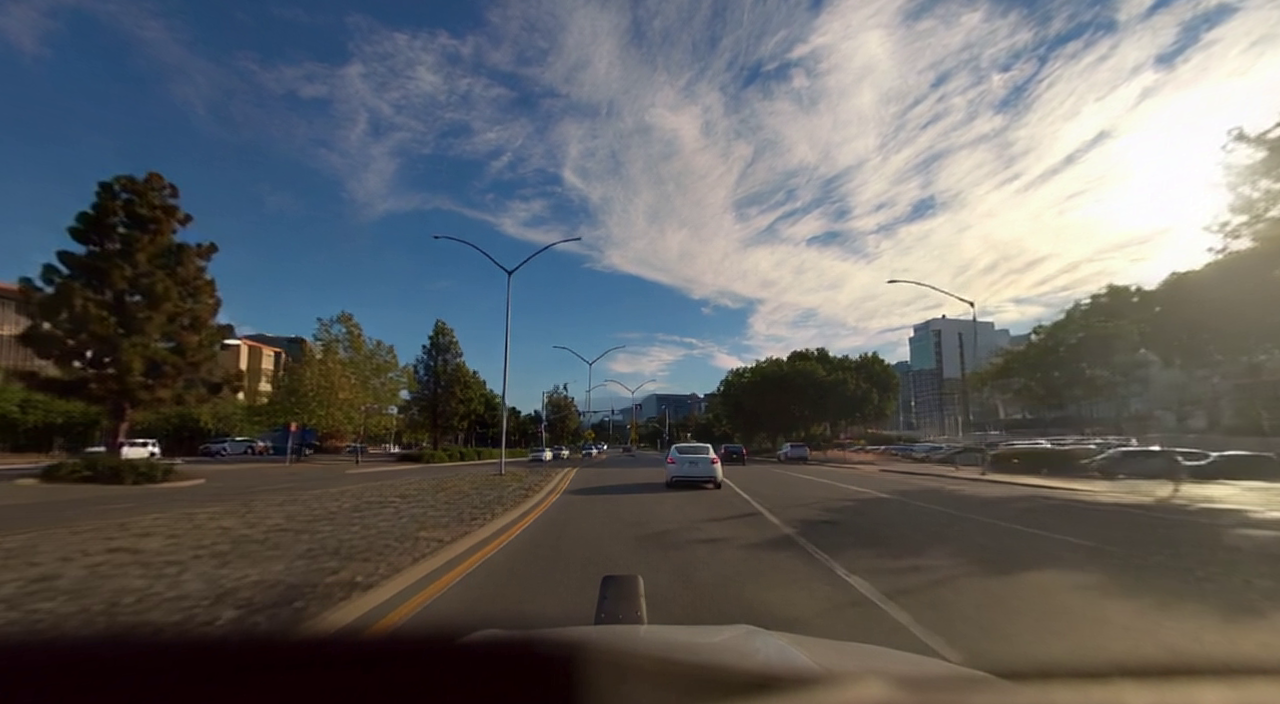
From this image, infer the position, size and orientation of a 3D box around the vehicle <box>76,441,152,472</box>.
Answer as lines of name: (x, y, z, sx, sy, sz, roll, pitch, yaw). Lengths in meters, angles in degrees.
vehicle: (-37.495, 7.469, 45.057, 2.208, 2.008, 5.391, 2, -9, -18)

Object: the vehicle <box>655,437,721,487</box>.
vehicle: (1.648, 3.934, 22.789, 2.145, 1.603, 4.369, 0, -9, 2)

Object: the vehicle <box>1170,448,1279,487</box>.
vehicle: (23.541, 4.433, 24.442, 1.658, 1.363, 4.223, 2, -9, -15)

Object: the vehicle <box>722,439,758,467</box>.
vehicle: (6.828, 6.912, 43.348, 1.976, 1.796, 4.159, 0, -9, 3)

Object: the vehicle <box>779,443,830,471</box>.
vehicle: (9.474, 6.047, 36.536, 1.928, 1.488, 4.361, 0, -9, 2)

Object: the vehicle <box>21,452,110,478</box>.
vehicle: (-35.950, 7.045, 39.550, 1.880, 1.535, 4.620, 2, -9, -11)

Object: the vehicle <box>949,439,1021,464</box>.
vehicle: (26.730, 7.676, 48.784, 4.719, 1.851, 1.920, 2, -9, -15)
